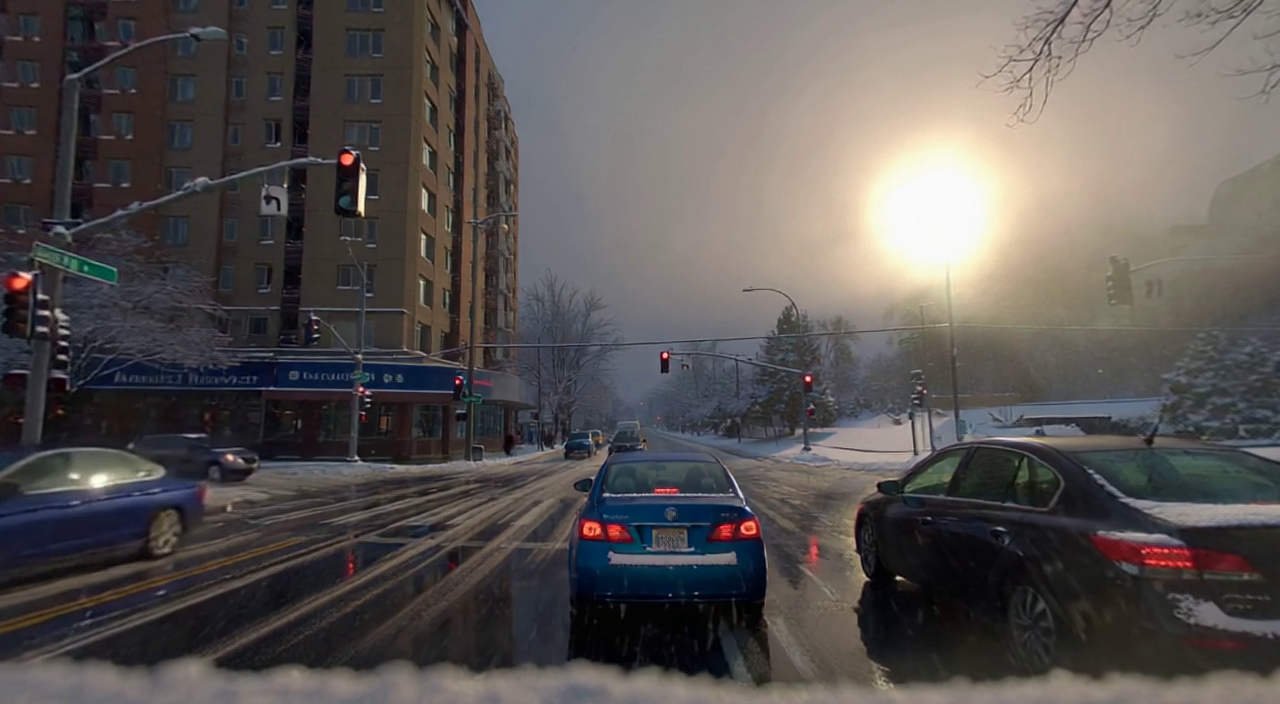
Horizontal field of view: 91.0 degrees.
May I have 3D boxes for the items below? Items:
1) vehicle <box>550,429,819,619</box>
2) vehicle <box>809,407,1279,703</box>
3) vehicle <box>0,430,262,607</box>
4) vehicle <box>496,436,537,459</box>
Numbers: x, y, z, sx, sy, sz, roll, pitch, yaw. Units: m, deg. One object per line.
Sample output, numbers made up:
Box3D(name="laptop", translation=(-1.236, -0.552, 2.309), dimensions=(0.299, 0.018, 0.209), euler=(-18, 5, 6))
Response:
Box3D(name="vehicle", translation=(0.244, 1.660, 7.080), dimensions=(2.132, 1.464, 4.089), euler=(0, -8, -3))
Box3D(name="vehicle", translation=(2.811, 1.280, 4.563), dimensions=(1.961, 1.498, 4.356), euler=(0, -8, 0))
Box3D(name="vehicle", translation=(-6.557, 1.624, 6.535), dimensions=(1.953, 1.564, 4.344), euler=(-2, -9, 13))
Box3D(name="vehicle", translation=(-9.131, 7.095, 46.802), dimensions=(2.030, 1.596, 3.912), euler=(-1, -8, 3))
